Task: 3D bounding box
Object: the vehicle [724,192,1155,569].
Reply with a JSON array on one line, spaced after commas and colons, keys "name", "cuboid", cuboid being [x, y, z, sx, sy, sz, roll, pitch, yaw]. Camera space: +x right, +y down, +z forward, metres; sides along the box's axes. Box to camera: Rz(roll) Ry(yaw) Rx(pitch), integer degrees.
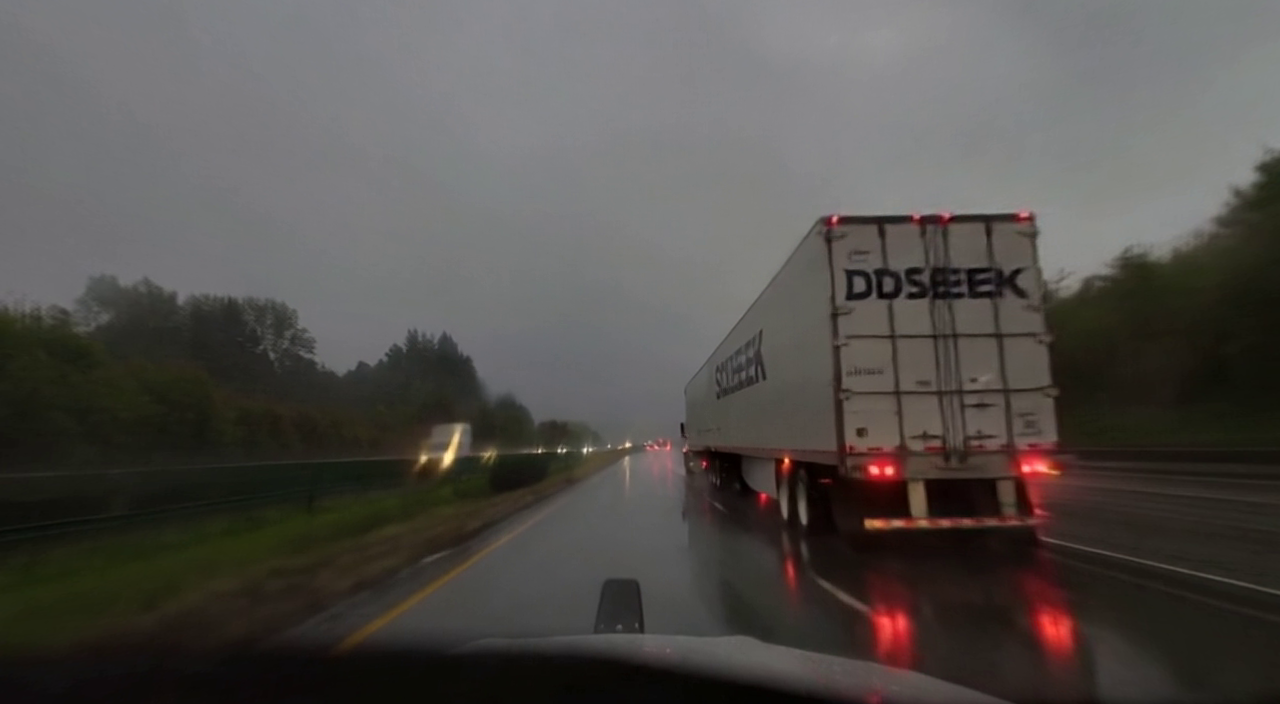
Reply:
[{"name": "vehicle", "cuboid": [3.715, 0.941, 11.387, 3.025, 4.010, 9.542, 0, -9, 0]}]
